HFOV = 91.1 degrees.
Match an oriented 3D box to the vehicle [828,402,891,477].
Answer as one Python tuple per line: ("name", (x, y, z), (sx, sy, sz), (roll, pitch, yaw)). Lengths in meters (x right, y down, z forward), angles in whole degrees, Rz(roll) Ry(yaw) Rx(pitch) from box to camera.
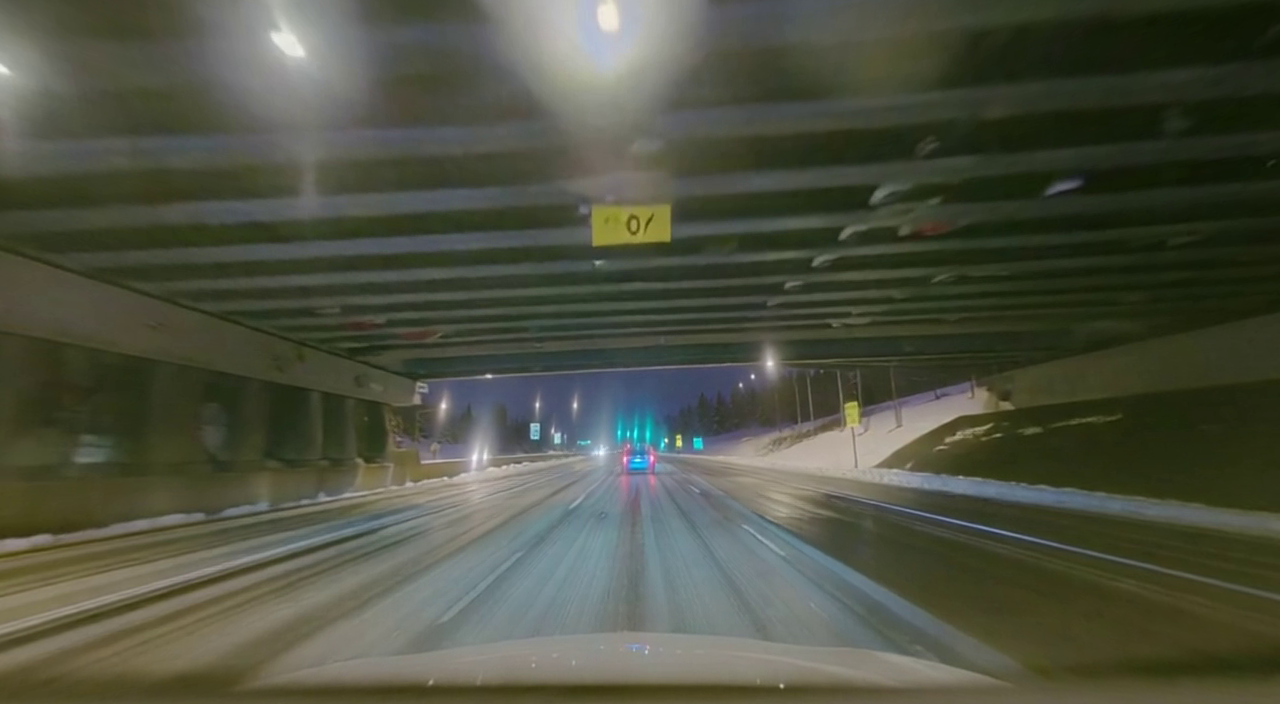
("vehicle", (11.157, 4.509, 32.244), (2.135, 3.652, 2.845), (-1, -9, 2))

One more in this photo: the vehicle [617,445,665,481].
("vehicle", (-0.025, 5.029, 28.801), (2.055, 1.501, 4.321), (0, -9, -2))
